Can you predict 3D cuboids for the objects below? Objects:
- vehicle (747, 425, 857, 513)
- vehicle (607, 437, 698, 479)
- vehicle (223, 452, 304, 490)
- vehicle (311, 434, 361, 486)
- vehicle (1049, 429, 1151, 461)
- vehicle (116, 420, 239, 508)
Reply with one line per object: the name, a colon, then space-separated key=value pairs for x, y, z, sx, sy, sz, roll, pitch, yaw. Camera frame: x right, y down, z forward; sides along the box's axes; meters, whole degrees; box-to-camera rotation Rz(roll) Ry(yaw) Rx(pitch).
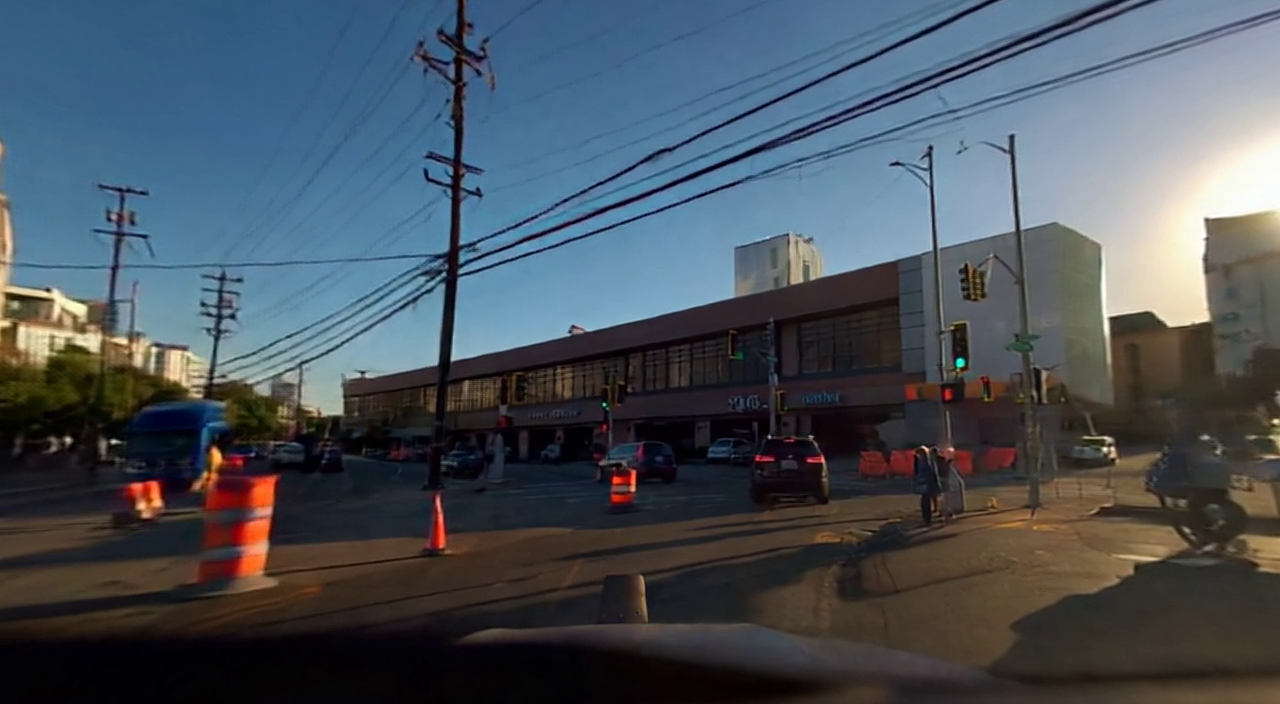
vehicle: x=4.056 y=2.900 z=16.257 sx=2.256 sy=1.859 sz=5.118 roll=-2 pitch=-8 yaw=12
vehicle: x=0.491 y=5.307 z=32.062 sx=2.206 sy=1.911 sz=5.548 roll=4 pitch=-9 yaw=-27
vehicle: x=-19.689 y=6.188 z=33.312 sx=2.509 sy=1.731 sz=4.549 roll=2 pitch=-8 yaw=-16
vehicle: x=-16.549 y=5.847 z=34.618 sx=1.959 sy=2.654 sz=4.078 roll=3 pitch=-9 yaw=-20
vehicle: x=26.065 y=5.280 z=35.889 sx=4.382 sy=1.688 sz=1.937 roll=-8 pitch=-11 yaw=42
vehicle: x=-15.617 y=3.793 z=21.598 sx=2.185 sy=2.644 sz=3.306 roll=-1 pitch=-9 yaw=-14
